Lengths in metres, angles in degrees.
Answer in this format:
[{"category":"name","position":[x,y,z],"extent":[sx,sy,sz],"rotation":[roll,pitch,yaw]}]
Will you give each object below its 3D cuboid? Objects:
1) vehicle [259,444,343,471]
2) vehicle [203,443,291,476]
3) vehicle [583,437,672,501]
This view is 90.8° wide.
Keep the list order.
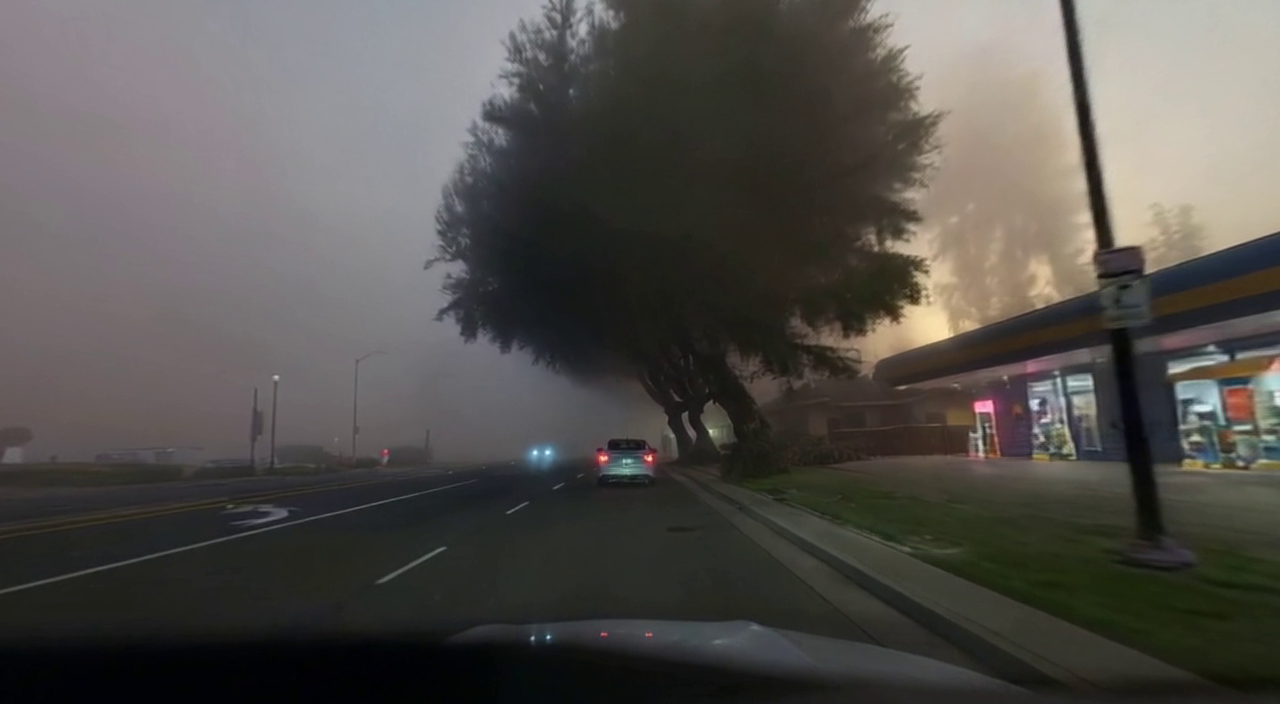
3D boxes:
[{"category":"vehicle","position":[-23.228,7.195,43.262],"extent":[5.293,1.771,2.194],"rotation":[-4,-9,25]},{"category":"vehicle","position":[-23.012,6.272,36.955],"extent":[4.573,1.725,2.054],"rotation":[-5,-8,23]},{"category":"vehicle","position":[-0.321,3.058,16.937],"extent":[2.076,1.486,4.119],"rotation":[0,-8,-1]}]
